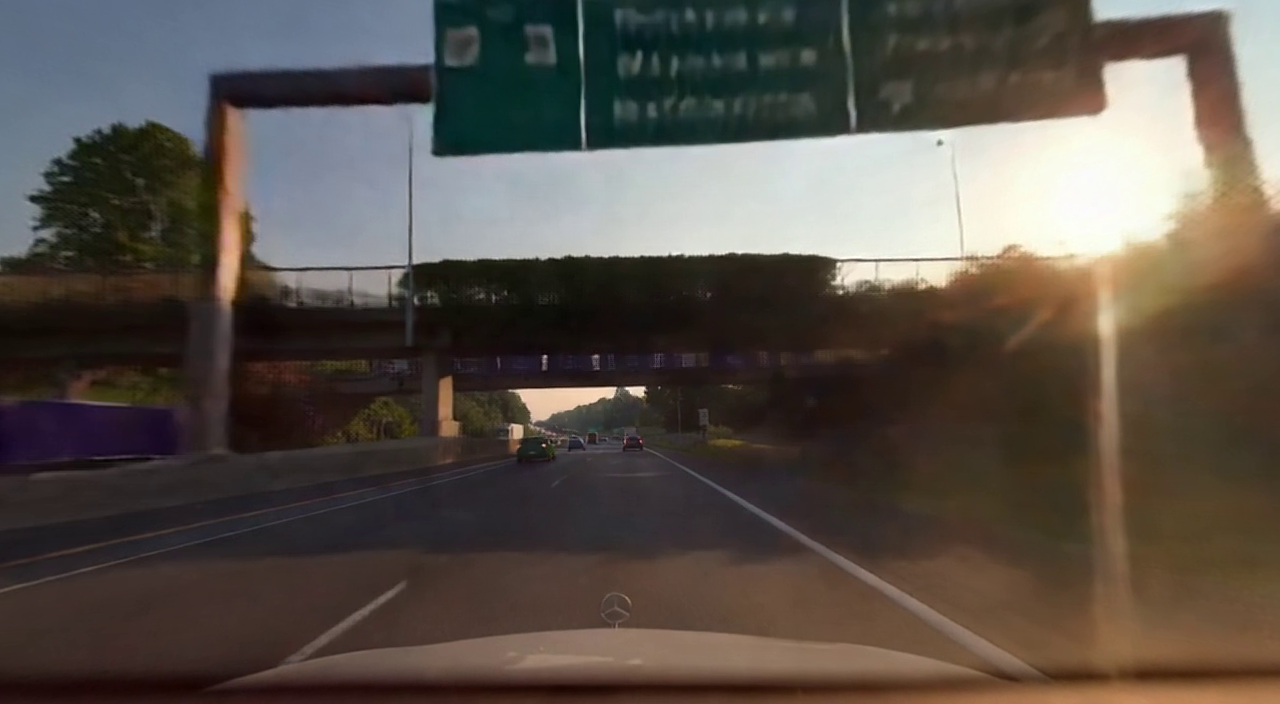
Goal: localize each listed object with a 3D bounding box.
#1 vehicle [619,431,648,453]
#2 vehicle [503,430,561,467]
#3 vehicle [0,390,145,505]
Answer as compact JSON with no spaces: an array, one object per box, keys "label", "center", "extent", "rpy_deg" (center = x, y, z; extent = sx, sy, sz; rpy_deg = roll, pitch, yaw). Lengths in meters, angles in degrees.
[{"label":"vehicle","center":[-0.517,6.774,47.669],"extent":[2.139,1.561,4.060],"rpy_deg":[0,-8,-1]},{"label":"vehicle","center":[-4.712,4.255,28.039],"extent":[1.959,1.514,3.668],"rpy_deg":[0,-8,-1]},{"label":"vehicle","center":[-17.386,2.557,17.005],"extent":[2.615,2.860,6.648],"rpy_deg":[0,-8,-1]}]
